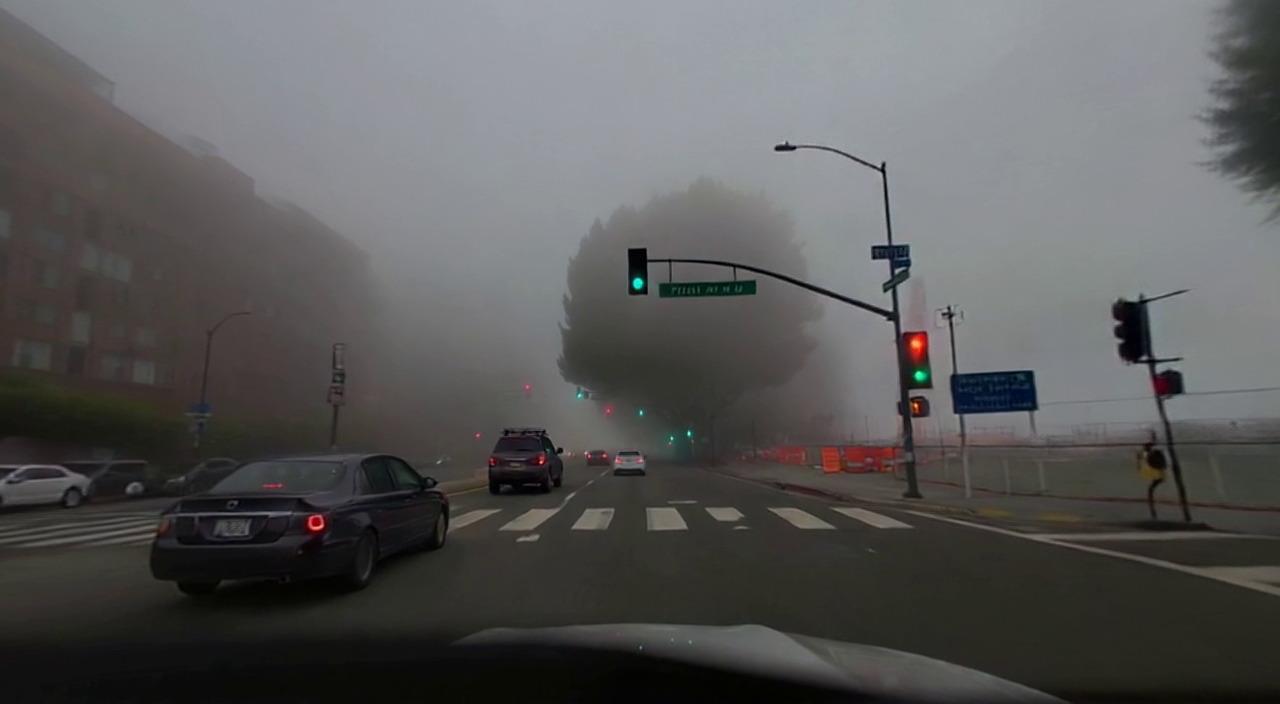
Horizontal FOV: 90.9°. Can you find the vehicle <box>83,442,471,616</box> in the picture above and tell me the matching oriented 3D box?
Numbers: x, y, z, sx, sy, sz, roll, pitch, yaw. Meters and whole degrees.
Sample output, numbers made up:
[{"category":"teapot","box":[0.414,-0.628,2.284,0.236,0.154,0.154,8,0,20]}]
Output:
[{"category":"vehicle","box":[-3.615,1.808,7.527,1.959,1.406,4.527,0,-8,0]}]

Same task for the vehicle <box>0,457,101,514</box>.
[{"category":"vehicle","box":[-19.326,4.087,19.367,1.867,1.543,4.064,-2,-9,0]}]

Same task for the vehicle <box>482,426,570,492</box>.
[{"category":"vehicle","box":[-3.881,3.755,22.360,2.240,2.054,4.662,0,-9,0]}]

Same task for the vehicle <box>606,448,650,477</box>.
[{"category":"vehicle","box":[-0.637,5.848,33.724,2.171,1.422,4.146,0,-9,-1]}]
